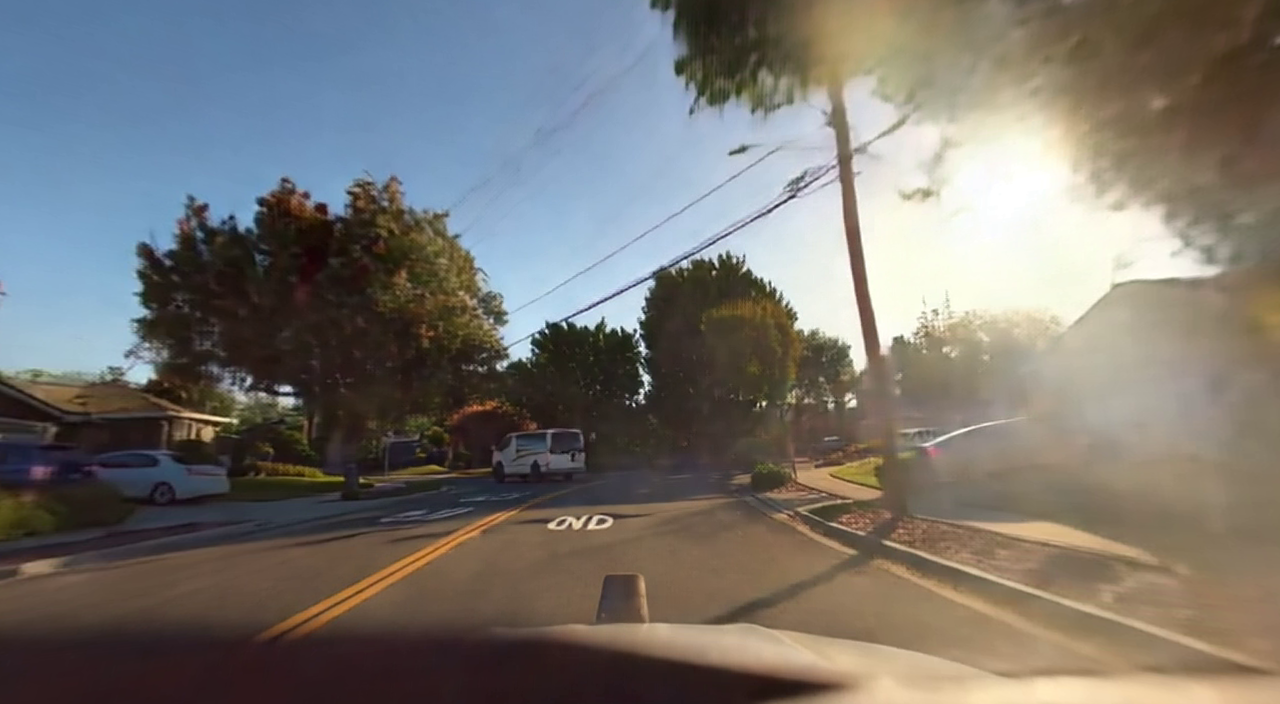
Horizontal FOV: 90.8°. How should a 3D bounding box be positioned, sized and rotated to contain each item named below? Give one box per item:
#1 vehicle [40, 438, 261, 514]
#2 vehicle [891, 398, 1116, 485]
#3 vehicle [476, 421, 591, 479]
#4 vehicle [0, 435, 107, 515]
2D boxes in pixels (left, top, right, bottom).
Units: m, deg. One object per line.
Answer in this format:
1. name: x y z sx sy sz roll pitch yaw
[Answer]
1. vehicle: -13.969 3.641 18.316 4.550 1.655 2.143 -4 -15 -2
2. vehicle: 9.662 2.451 17.141 4.658 1.536 2.090 -8 -10 0
3. vehicle: -6.449 5.776 37.439 2.929 3.058 7.559 8 -12 -43
4. vehicle: -16.676 2.987 15.628 4.881 1.828 2.111 1 -9 -3
